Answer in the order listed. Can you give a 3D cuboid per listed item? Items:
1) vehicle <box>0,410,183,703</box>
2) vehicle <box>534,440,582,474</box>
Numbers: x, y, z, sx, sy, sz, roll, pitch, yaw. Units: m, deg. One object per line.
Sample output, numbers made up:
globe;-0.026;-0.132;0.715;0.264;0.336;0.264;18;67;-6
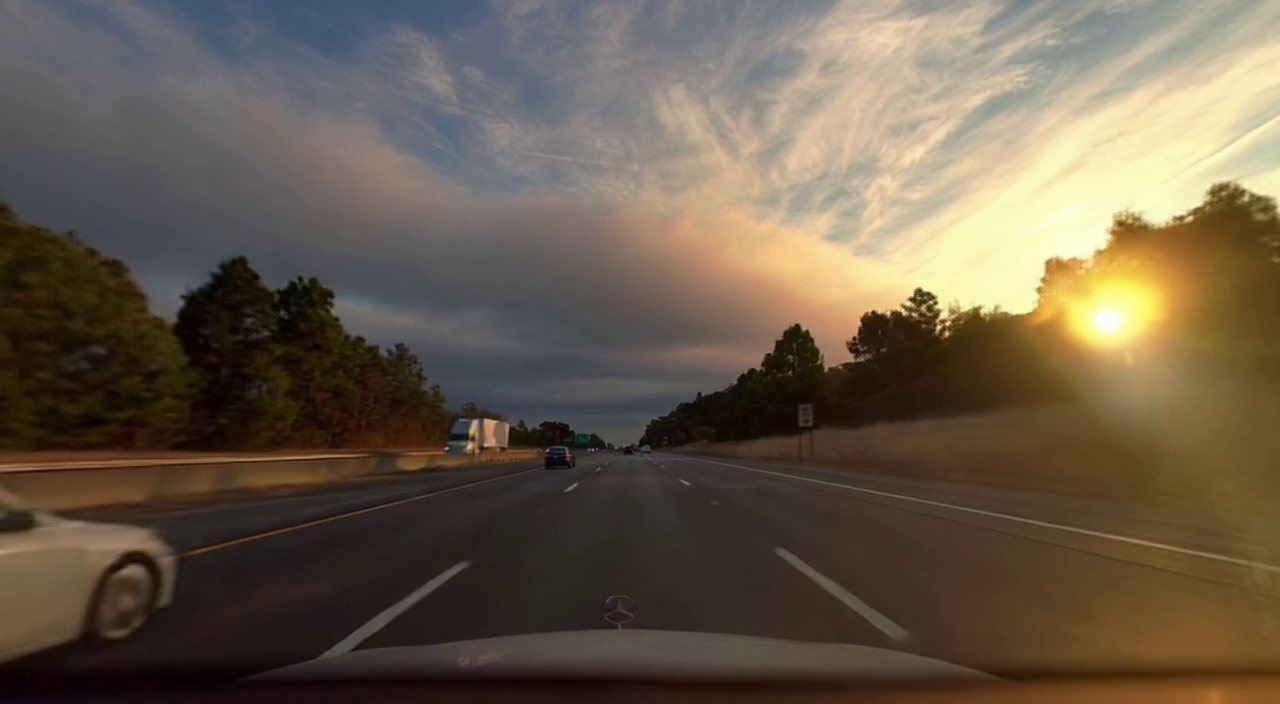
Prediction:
vehicle;-4.174;0.898;2.093;2.018;1.497;4.399;0;-9;-1
vehicle;-4.464;5.797;34.932;2.111;1.717;4.426;0;-9;0
